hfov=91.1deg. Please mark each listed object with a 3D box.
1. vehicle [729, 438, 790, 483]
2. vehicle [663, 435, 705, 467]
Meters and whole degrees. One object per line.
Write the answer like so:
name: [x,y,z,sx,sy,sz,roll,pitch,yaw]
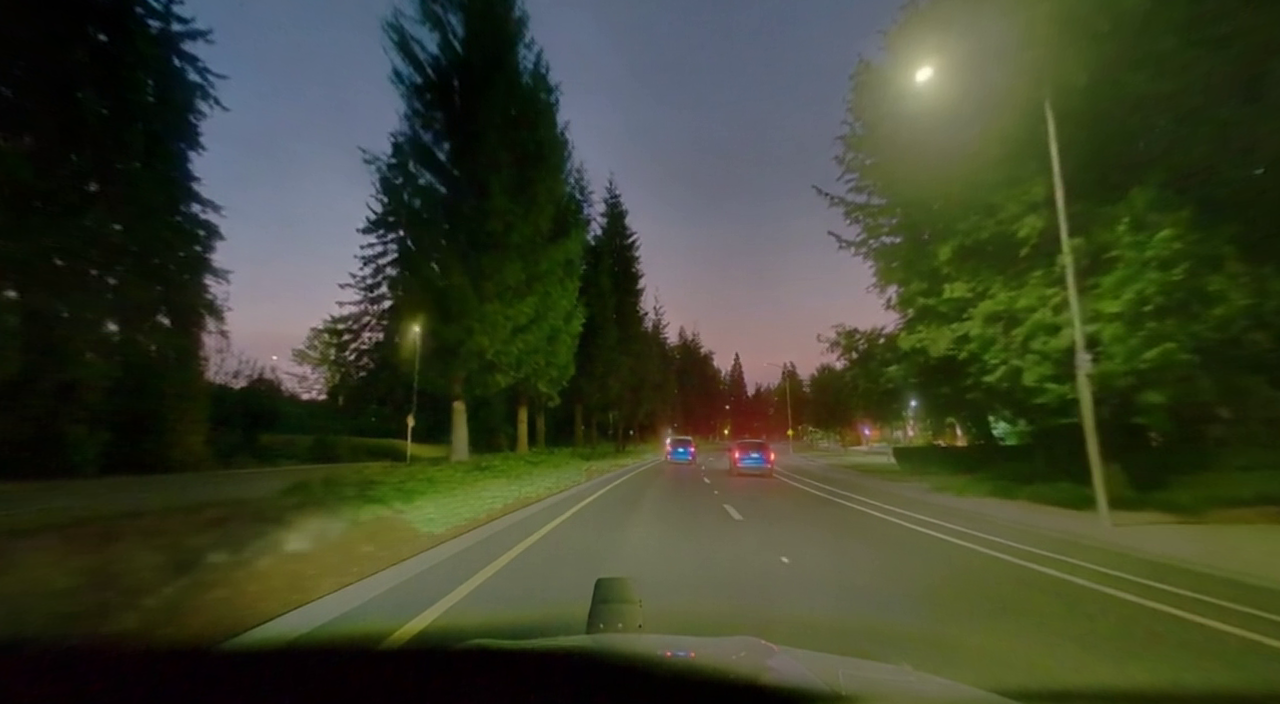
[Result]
vehicle: [4.801,4.384,25.762,1.971,1.663,4.287,-1,-8,5]
vehicle: [2.728,5.974,38.010,2.251,1.822,4.391,-1,-8,8]
